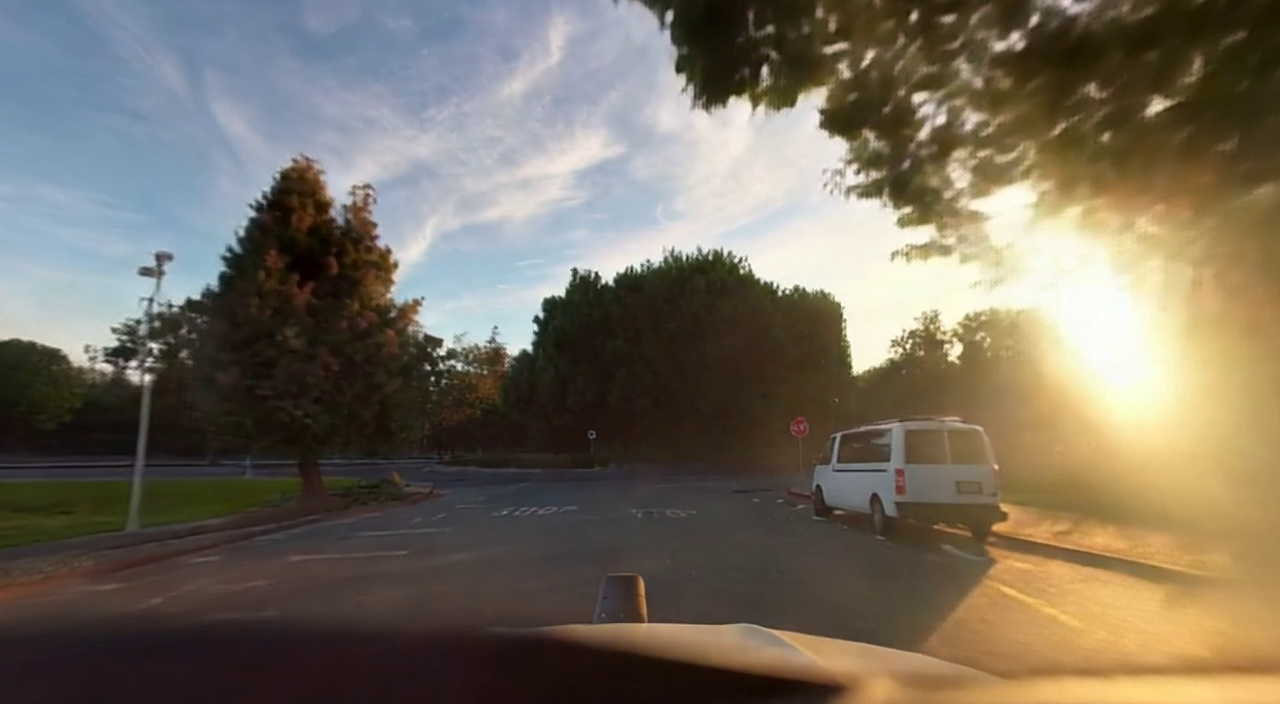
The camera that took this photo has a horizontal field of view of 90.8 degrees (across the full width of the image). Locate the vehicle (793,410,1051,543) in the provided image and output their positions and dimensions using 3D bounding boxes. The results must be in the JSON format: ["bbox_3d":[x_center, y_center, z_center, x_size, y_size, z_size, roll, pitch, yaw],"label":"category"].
[{"bbox_3d":[5.553,2.577,13.841,2.659,2.245,5.991,0,-9,-2],"label":"vehicle"}]
